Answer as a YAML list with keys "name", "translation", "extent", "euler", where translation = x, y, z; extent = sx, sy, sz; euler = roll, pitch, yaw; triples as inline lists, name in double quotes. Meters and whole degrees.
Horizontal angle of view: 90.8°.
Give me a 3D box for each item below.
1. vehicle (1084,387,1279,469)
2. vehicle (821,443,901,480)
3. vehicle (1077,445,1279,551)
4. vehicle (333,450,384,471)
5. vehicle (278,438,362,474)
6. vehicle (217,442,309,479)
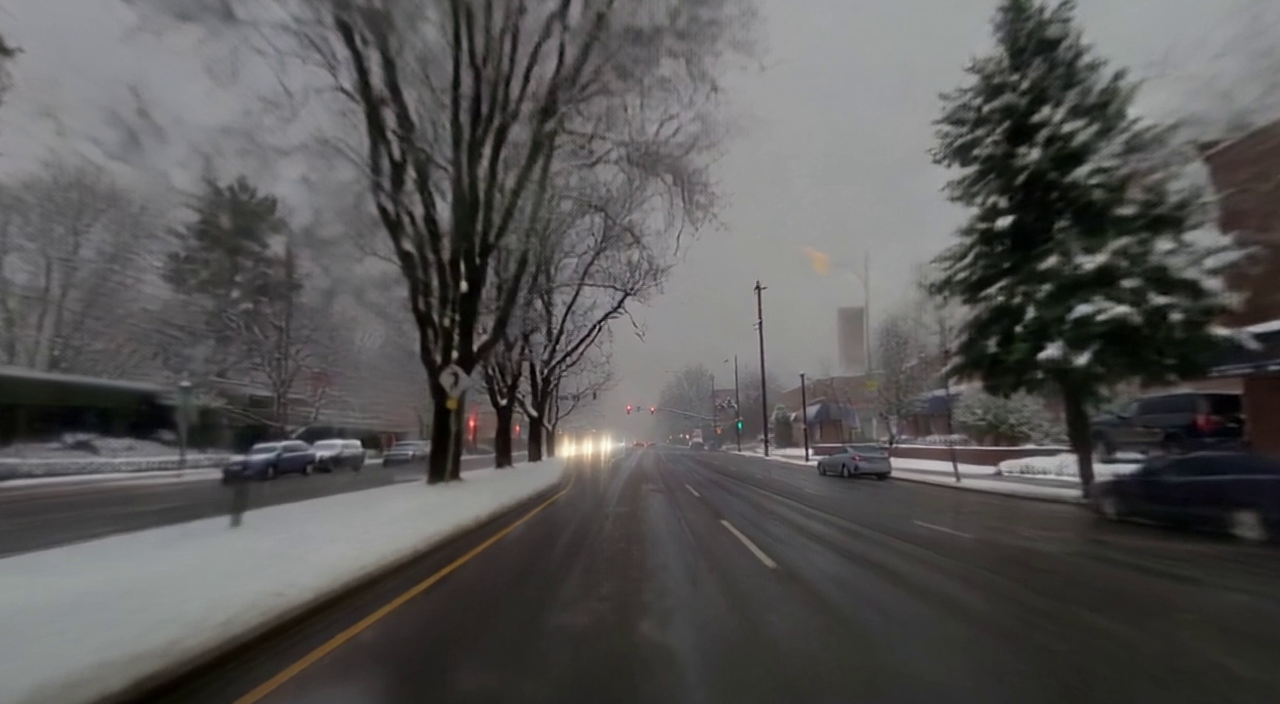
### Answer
- name: "vehicle"
  translation: [18.875, 2.732, 22.017]
  extent: [2.179, 2.441, 5.974]
  euler: [0, -9, -3]
- name: "vehicle"
  translation: [9.960, 4.964, 28.946]
  extent: [1.919, 1.546, 4.730]
  euler: [0, -9, 0]
- name: "vehicle"
  translation: [9.865, 2.295, 10.507]
  extent: [1.926, 1.464, 4.436]
  euler: [0, -9, -1]
- name: "vehicle"
  translation: [-19.080, 7.339, 42.983]
  extent: [1.928, 1.336, 3.353]
  euler: [0, -9, 0]
- name: "vehicle"
  translation: [-19.176, 6.215, 38.207]
  extent: [2.085, 1.957, 5.548]
  euler: [-1, -8, 1]
- name: "vehicle"
  translation: [-19.424, 5.604, 32.833]
  extent: [1.966, 1.753, 4.634]
  euler: [0, -9, -2]
